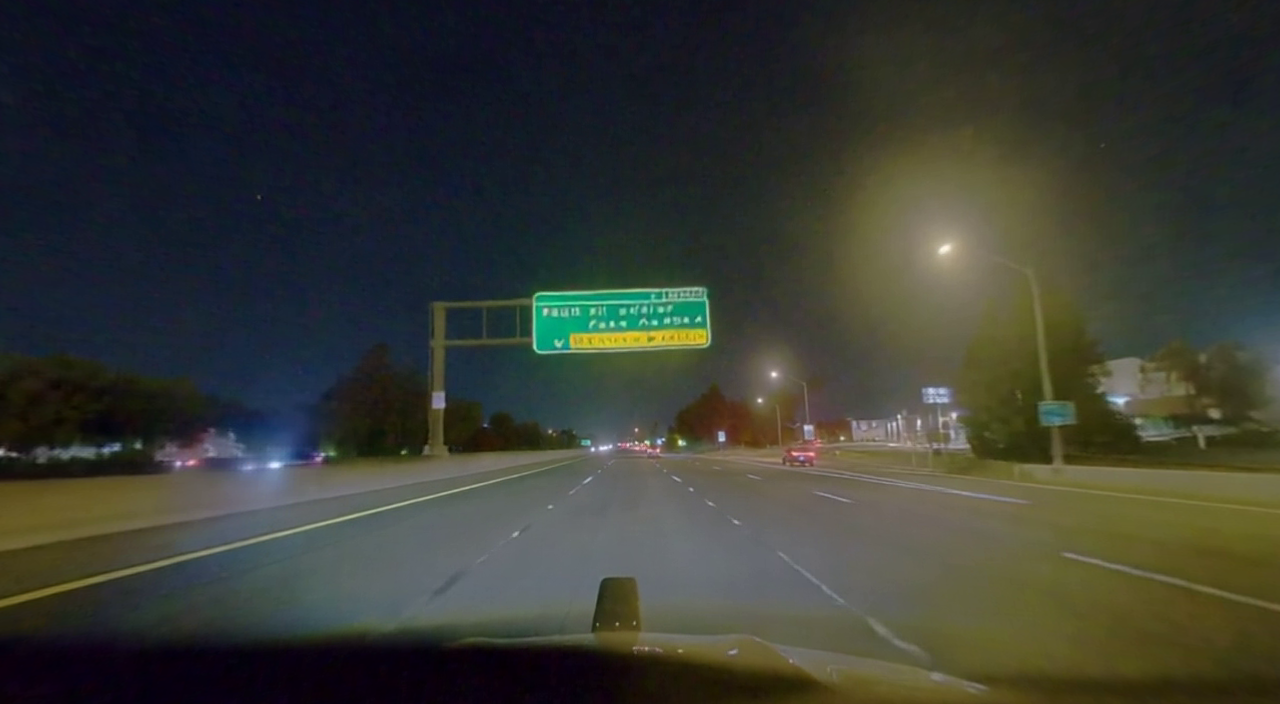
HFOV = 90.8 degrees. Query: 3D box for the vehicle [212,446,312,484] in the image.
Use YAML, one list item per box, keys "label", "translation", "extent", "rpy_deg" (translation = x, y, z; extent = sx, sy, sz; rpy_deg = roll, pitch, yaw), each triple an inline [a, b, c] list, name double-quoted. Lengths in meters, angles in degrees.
- label: "vehicle"
  translation: [-17.421, 5.197, 29.401]
  extent: [1.871, 1.616, 4.427]
  rpy_deg: [0, -9, 0]
